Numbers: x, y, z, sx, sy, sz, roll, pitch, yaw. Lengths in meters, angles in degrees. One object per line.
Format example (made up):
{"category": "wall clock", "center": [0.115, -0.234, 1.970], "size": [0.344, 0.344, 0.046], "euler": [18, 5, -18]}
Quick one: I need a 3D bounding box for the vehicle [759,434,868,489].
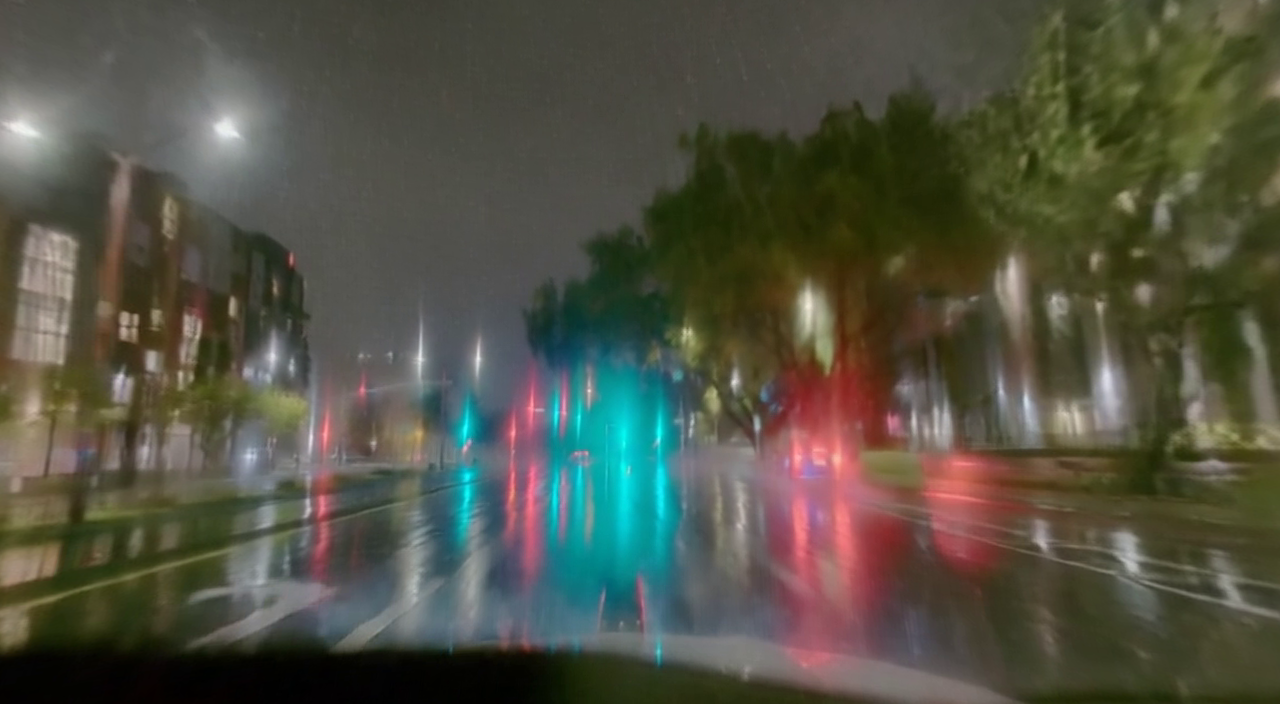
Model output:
{"category": "vehicle", "center": [5.690, 3.666, 21.451], "size": [2.042, 1.635, 4.858], "euler": [1, -9, -4]}
